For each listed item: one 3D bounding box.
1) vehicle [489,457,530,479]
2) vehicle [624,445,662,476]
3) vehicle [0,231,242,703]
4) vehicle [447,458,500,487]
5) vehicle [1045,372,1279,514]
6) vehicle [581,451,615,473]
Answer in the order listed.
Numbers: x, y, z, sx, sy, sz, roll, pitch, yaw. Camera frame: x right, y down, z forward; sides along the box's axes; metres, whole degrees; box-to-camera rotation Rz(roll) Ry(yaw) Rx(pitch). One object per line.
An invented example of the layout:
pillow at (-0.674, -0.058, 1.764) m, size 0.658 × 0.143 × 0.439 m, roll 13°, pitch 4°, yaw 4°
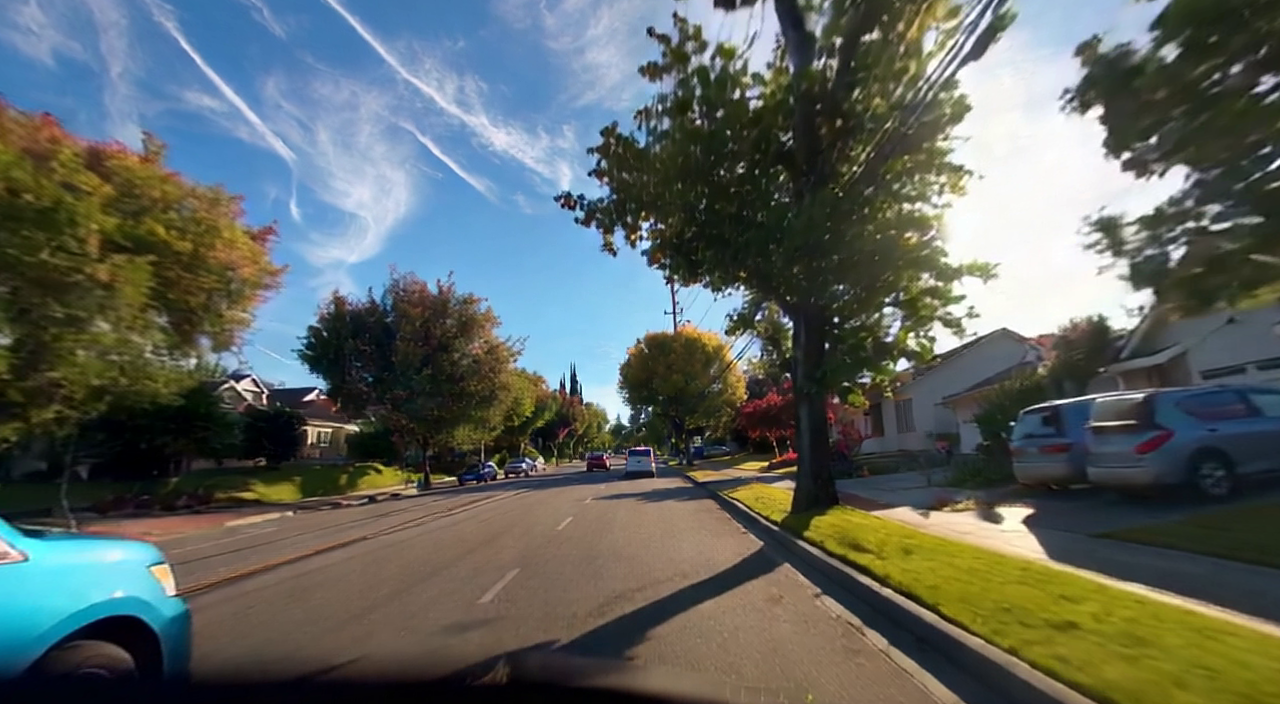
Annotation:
vehicle at (-9.606, 8.602, 46.873) m, size 2.068 × 1.480 × 4.641 m, roll 0°, pitch -9°, yaw 0°
vehicle at (0.205, 6.359, 37.193) m, size 2.120 × 1.718 × 3.909 m, roll 0°, pitch -9°, yaw 0°
vehicle at (-3.362, 0.397, 0.424) m, size 2.336 × 2.152 × 5.866 m, roll 0°, pitch -9°, yaw 0°
vehicle at (-9.815, 7.150, 37.517) m, size 1.879 × 1.494 × 4.445 m, roll -2°, pitch -9°, yaw 1°
vehicle at (8.884, 1.283, 9.537) m, size 3.992 × 1.722 × 1.911 m, roll -6°, pitch -9°, yaw 2°
vehicle at (-2.917, 7.777, 44.640) m, size 1.968 × 1.472 × 4.489 m, roll 0°, pitch -9°, yaw 2°
